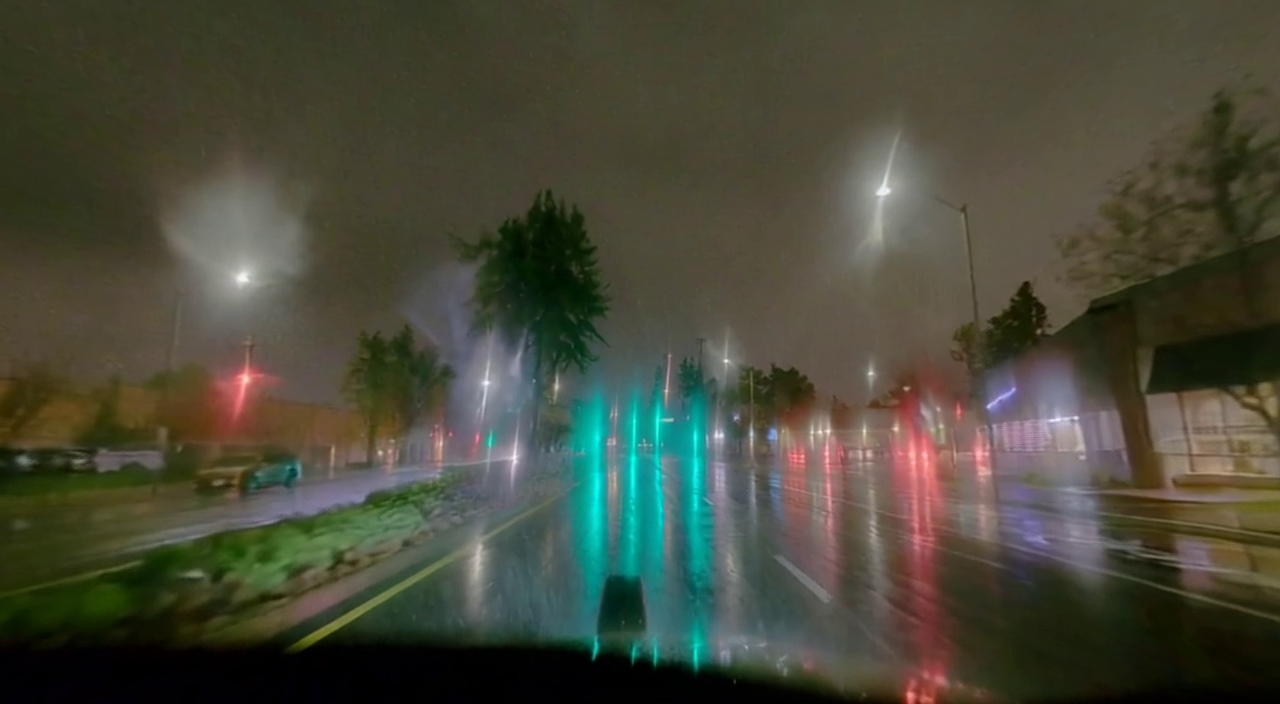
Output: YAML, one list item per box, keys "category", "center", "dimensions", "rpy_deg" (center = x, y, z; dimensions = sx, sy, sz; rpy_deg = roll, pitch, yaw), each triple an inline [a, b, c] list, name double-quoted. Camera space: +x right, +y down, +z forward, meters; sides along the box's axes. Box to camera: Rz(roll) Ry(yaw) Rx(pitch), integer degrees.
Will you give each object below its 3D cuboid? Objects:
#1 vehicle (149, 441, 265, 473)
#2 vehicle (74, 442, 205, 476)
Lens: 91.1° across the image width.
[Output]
- category: "vehicle"
  center: [-26.488, 6.408, 38.555]
  dimensions: [5.511, 1.863, 2.092]
  rpy_deg: [0, -8, -2]
- category: "vehicle"
  center: [-26.047, 5.572, 32.828]
  dimensions: [4.946, 1.656, 2.016]
  rpy_deg: [1, -9, -4]
